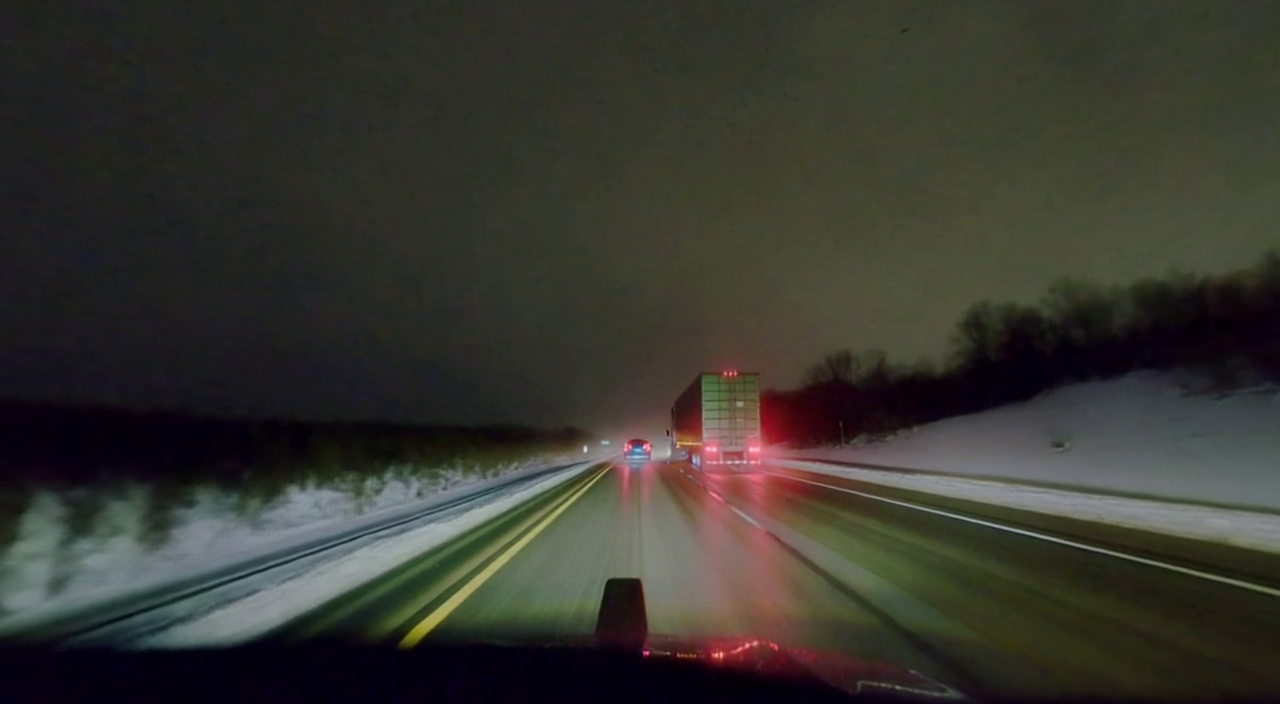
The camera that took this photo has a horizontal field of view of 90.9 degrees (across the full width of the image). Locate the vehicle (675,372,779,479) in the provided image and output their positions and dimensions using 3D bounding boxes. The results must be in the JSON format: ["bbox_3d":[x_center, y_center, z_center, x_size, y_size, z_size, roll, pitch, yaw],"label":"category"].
[{"bbox_3d":[3.863,4.063,32.839,2.929,4.158,15.921,0,-9,-1],"label":"vehicle"}]

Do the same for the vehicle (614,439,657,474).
[{"bbox_3d":[-0.221,5.038,30.610,1.968,1.515,4.025,0,-8,0],"label":"vehicle"}]
